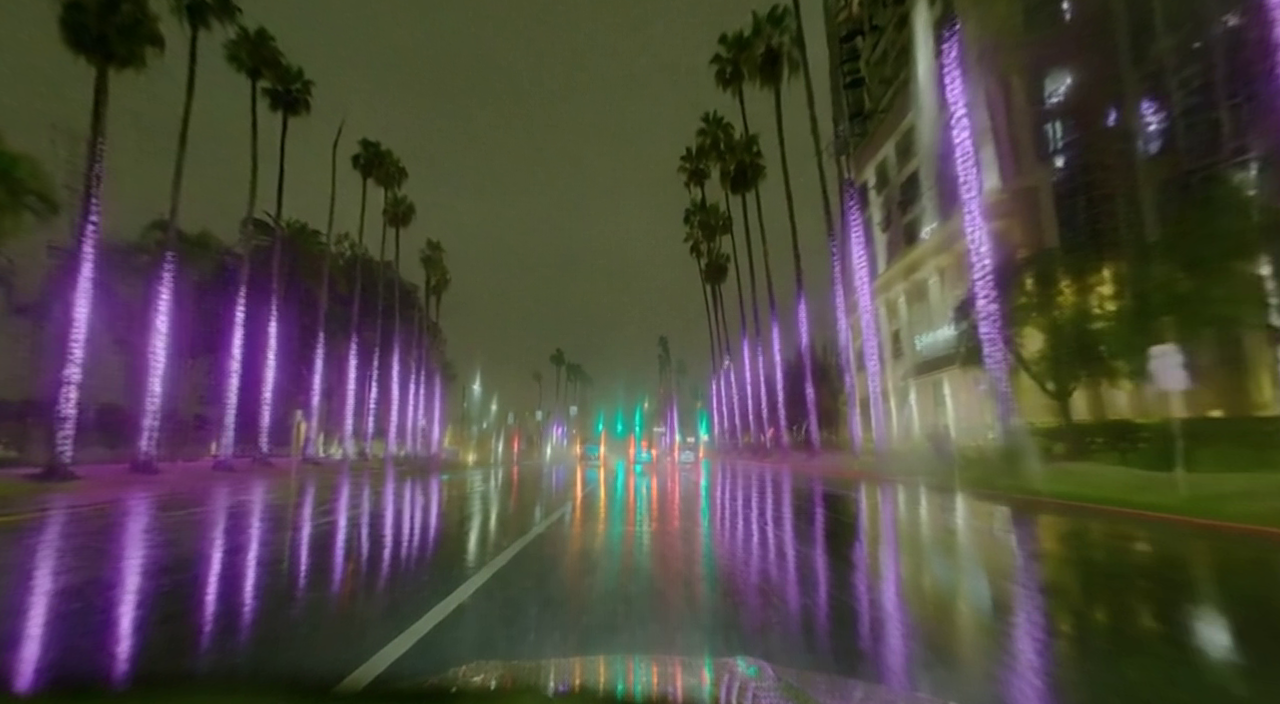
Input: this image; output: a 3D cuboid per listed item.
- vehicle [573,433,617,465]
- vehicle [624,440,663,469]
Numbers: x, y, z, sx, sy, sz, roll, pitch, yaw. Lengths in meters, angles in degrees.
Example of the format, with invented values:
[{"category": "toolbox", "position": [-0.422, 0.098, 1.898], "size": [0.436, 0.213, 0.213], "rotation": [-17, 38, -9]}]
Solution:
[{"category": "vehicle", "position": [-3.128, 6.921, 45.207], "size": [2.672, 2.064, 5.681], "rotation": [0, -9, 1]}, {"category": "vehicle", "position": [0.214, 6.014, 37.224], "size": [2.160, 1.615, 4.117], "rotation": [0, -9, 0]}]
